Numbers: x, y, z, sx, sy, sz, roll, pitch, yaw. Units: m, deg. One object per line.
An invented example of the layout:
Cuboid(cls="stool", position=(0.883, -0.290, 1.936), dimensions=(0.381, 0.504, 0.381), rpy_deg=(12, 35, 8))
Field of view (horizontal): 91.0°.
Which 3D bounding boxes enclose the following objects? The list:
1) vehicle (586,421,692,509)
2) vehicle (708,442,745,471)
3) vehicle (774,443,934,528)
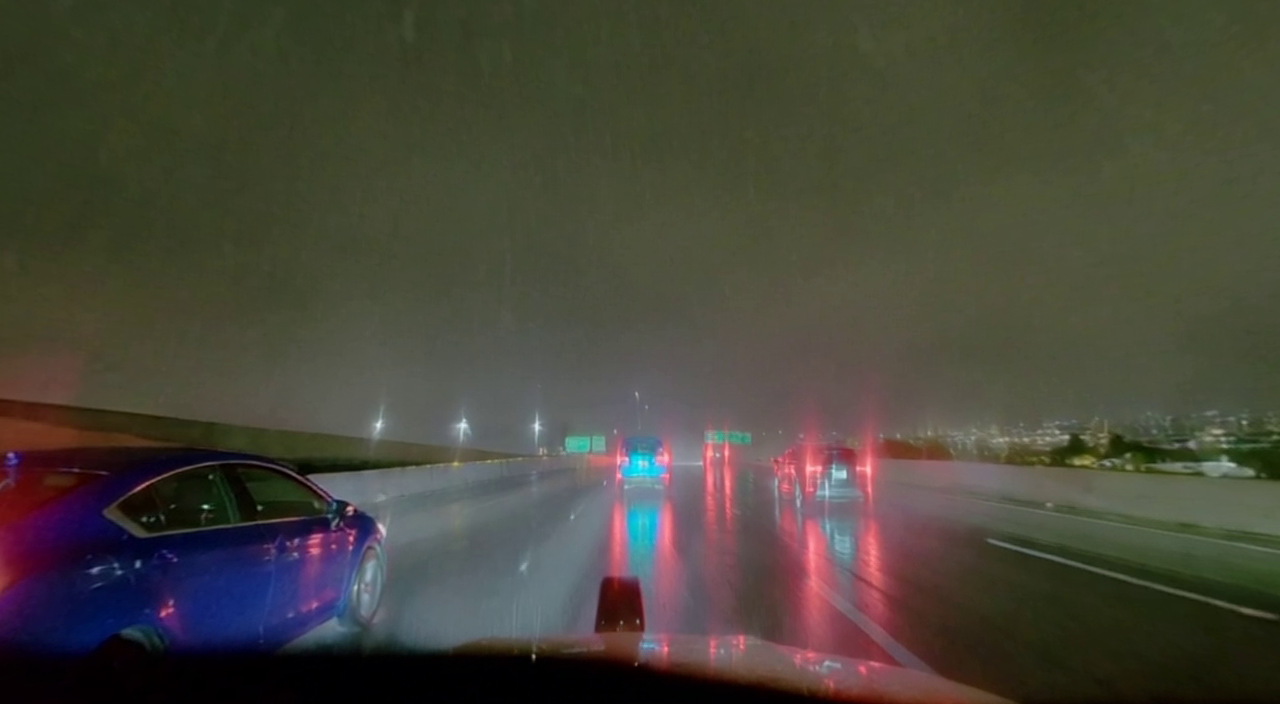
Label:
Cuboid(cls="vehicle", position=(0.060, 2.781, 15.812), dimensions=(2.264, 1.841, 4.583), rpy_deg=(0, -9, 2))
Cuboid(cls="vehicle", position=(5.467, 6.676, 40.238), dimensions=(2.047, 1.700, 4.069), rpy_deg=(0, -9, 4))
Cuboid(cls="vehicle", position=(4.273, 2.715, 13.364), dimensions=(2.047, 1.500, 4.017), rpy_deg=(0, -9, 1))
